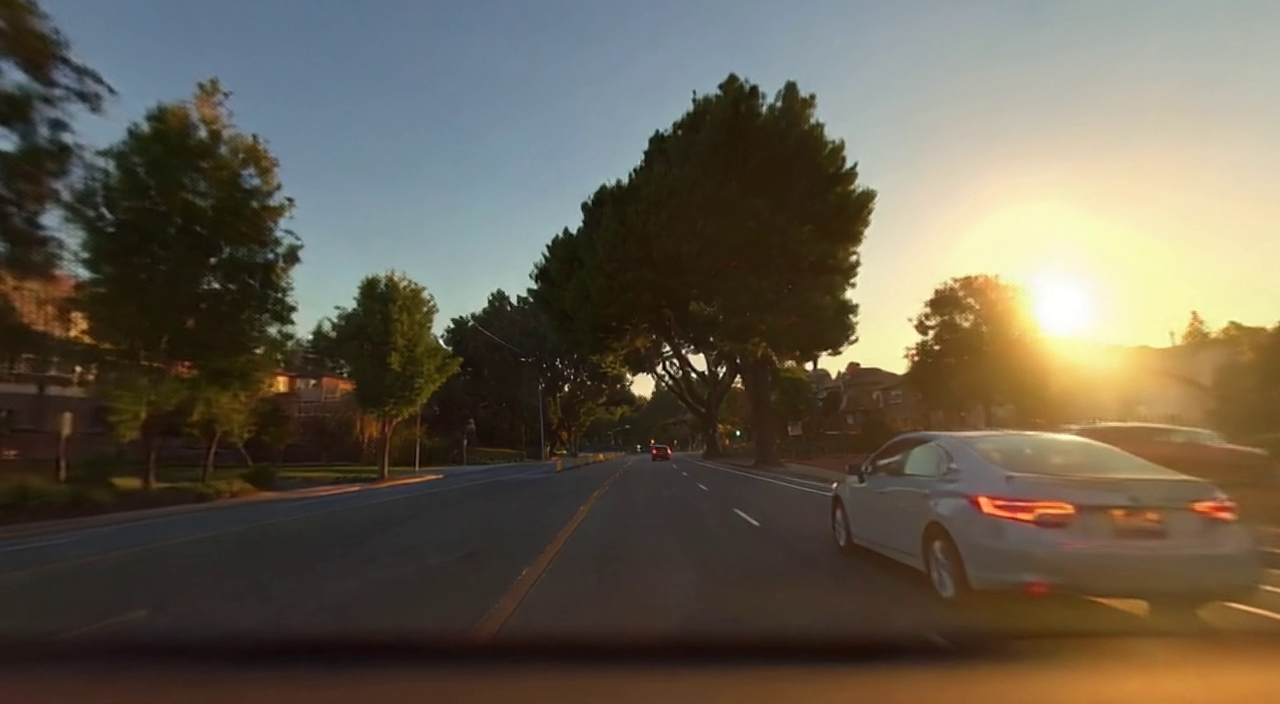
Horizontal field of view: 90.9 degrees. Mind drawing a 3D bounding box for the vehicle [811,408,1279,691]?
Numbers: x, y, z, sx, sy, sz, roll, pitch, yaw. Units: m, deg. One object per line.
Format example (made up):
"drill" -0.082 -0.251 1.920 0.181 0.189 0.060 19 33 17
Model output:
"vehicle" 3.167 1.359 5.549 2.134 1.476 4.327 0 -8 1
